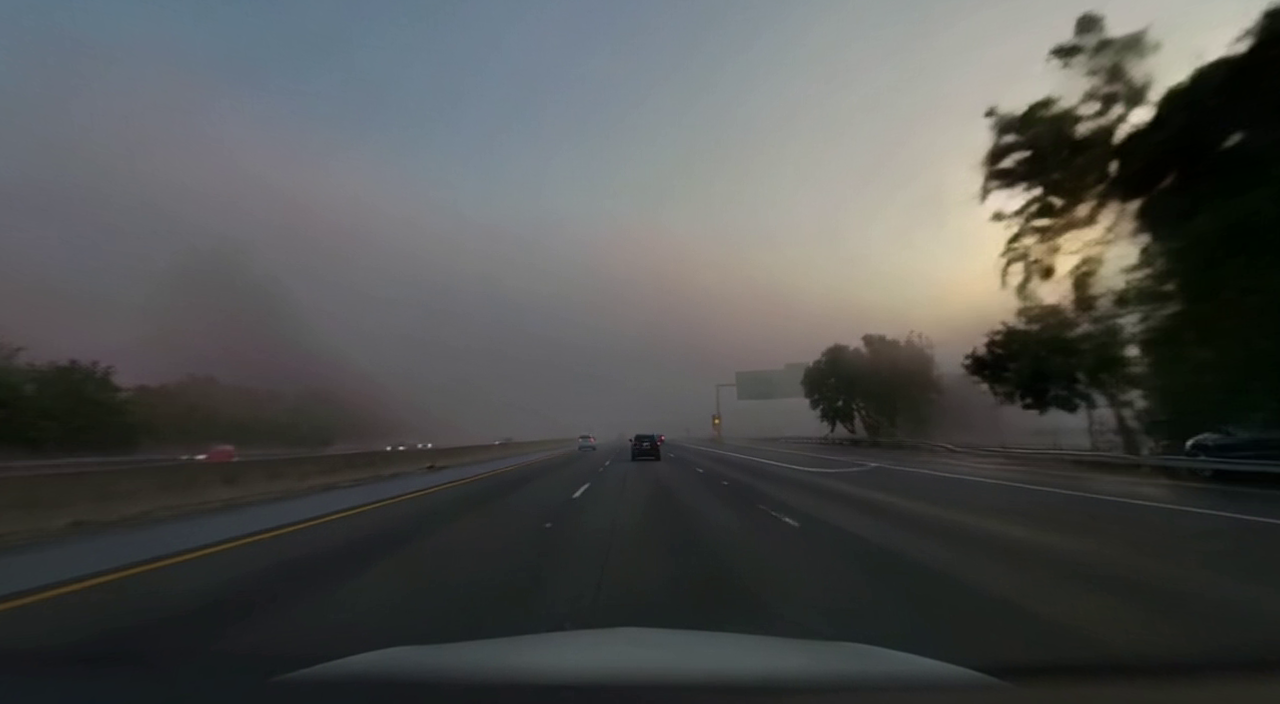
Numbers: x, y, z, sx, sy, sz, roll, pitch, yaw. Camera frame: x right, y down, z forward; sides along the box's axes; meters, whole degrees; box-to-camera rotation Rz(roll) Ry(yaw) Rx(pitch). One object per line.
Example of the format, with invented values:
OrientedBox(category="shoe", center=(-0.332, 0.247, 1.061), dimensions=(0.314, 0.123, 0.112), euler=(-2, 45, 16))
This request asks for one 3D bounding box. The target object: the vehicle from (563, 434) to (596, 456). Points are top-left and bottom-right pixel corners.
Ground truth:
OrientedBox(category="vehicle", center=(-4.262, 6.641, 44.894), dimensions=(2.014, 1.471, 4.380), euler=(0, -8, -1))

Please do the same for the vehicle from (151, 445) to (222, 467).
OrientedBox(category="vehicle", center=(-35.378, 8.108, 49.395), dimensions=(2.004, 1.615, 4.867), euler=(0, -8, -1))

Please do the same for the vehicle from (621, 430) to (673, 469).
OrientedBox(category="vehicle", center=(0.225, 4.247, 27.597), dimensions=(2.086, 1.554, 3.875), euler=(0, -8, -2))
